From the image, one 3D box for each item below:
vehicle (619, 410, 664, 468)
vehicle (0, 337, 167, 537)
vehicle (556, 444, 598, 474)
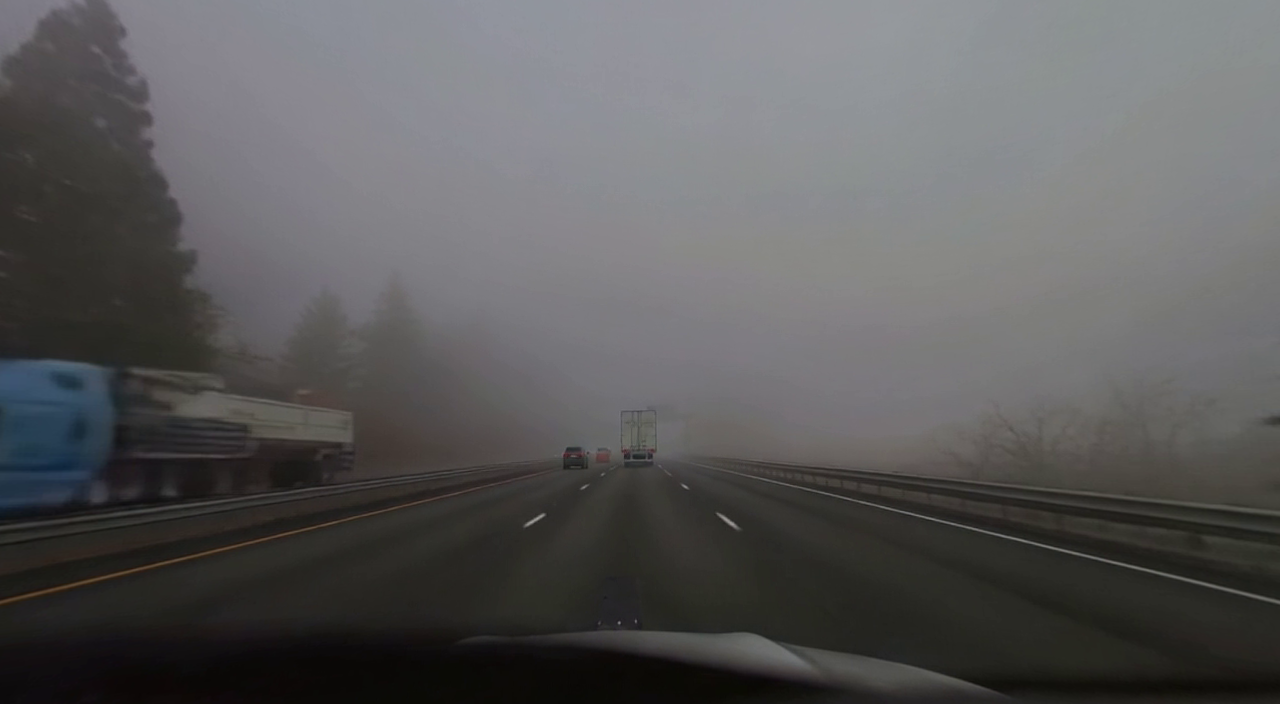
[{"bbox_3d":[-0.004,6.933,49.429,3.100,4.091,10.664,0,-9,-1],"label":"vehicle"},{"bbox_3d":[-14.874,1.984,14.313,2.966,4.134,6.321,0,-9,-1],"label":"vehicle"},{"bbox_3d":[-3.700,6.346,37.429,2.112,1.645,4.129,0,-9,-1],"label":"vehicle"}]
